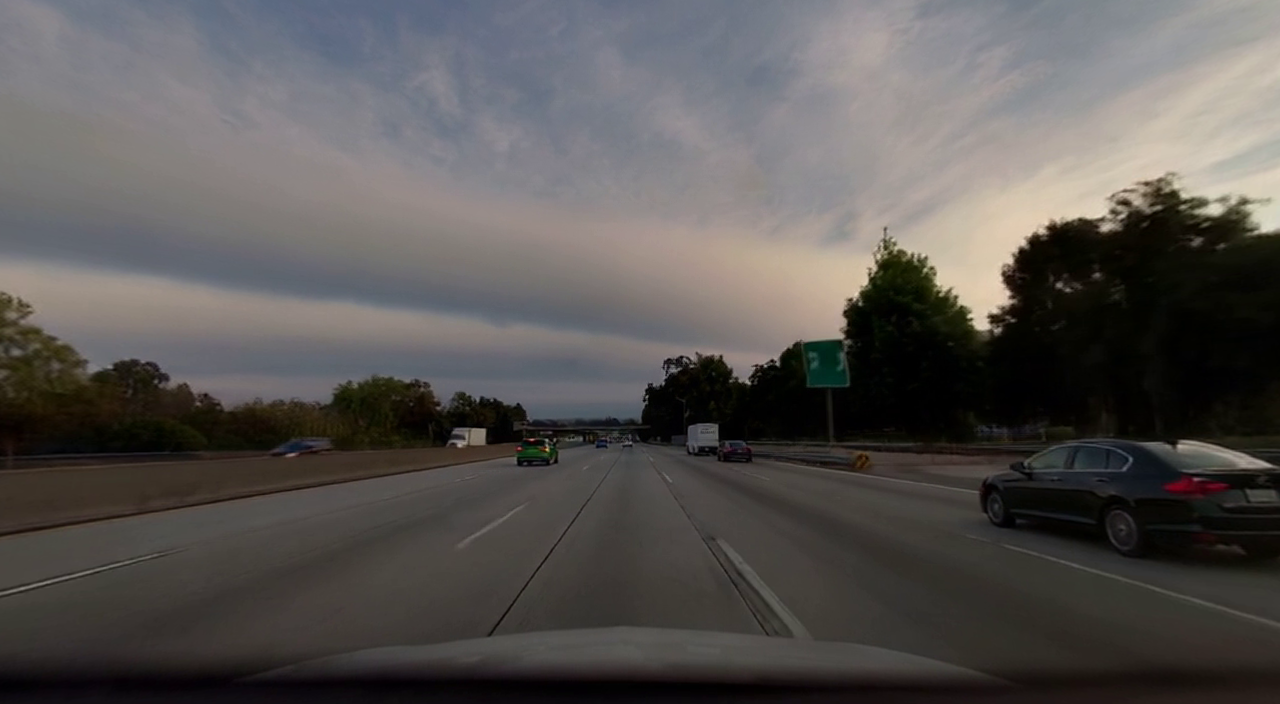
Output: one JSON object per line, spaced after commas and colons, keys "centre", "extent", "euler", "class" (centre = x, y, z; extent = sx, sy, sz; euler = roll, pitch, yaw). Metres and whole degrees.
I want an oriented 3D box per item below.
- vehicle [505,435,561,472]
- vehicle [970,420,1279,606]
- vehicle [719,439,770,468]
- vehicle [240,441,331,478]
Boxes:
{"centre": [-4.933, 4.705, 29.555], "extent": [1.966, 1.570, 3.859], "euler": [0, -8, -1], "class": "vehicle"}
{"centre": [5.993, 1.589, 7.269], "extent": [2.028, 1.488, 4.236], "euler": [0, -8, -1], "class": "vehicle"}
{"centre": [5.428, 5.302, 33.280], "extent": [1.920, 1.436, 3.890], "euler": [0, -8, -2], "class": "vehicle"}
{"centre": [-17.269, 5.226, 30.952], "extent": [1.943, 1.648, 4.322], "euler": [0, -8, 0], "class": "vehicle"}
